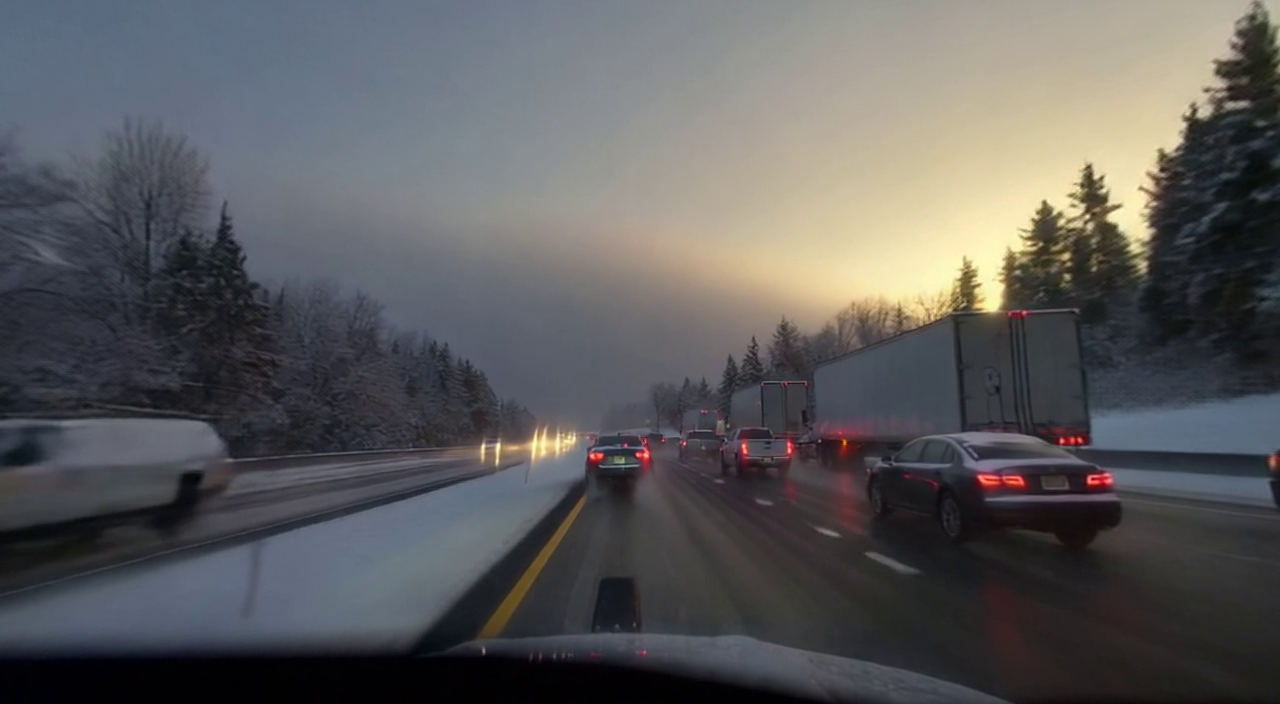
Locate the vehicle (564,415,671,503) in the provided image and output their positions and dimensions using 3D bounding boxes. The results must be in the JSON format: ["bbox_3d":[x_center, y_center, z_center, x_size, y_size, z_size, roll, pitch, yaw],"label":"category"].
[{"bbox_3d":[-0.465,2.400,14.563,2.087,1.709,4.455,0,-8,-1],"label":"vehicle"}]

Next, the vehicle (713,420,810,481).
[{"bbox_3d":[3.665,3.063,19.779,2.147,1.707,3.963,0,-8,-2],"label":"vehicle"}]

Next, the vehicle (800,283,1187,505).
[{"bbox_3d":[8.272,1.681,18.641,2.908,4.099,14.103,0,-8,-2],"label":"vehicle"}]

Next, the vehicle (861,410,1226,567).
[{"bbox_3d":[4.689,1.611,8.251,2.040,1.523,4.068,0,-8,-1],"label":"vehicle"}]

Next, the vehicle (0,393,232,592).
[{"bbox_3d":[-7.752,1.608,7.642,2.203,2.043,5.050,0,-8,-1],"label":"vehicle"}]
